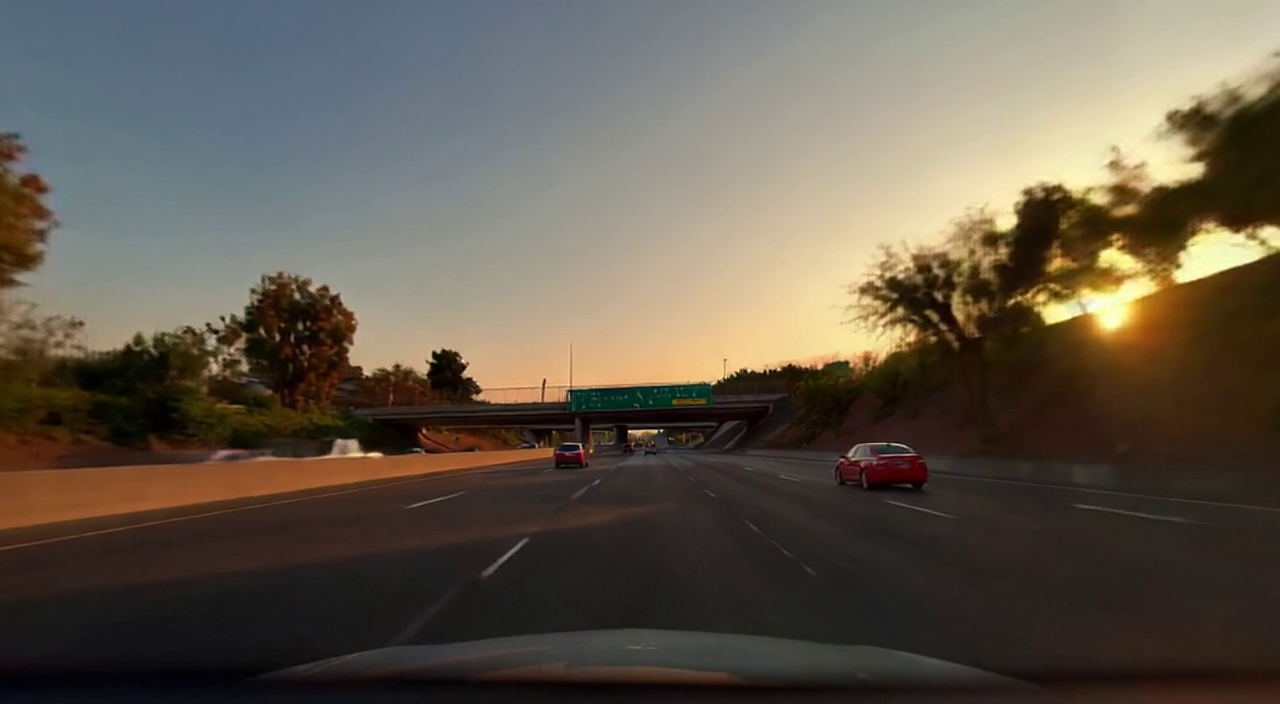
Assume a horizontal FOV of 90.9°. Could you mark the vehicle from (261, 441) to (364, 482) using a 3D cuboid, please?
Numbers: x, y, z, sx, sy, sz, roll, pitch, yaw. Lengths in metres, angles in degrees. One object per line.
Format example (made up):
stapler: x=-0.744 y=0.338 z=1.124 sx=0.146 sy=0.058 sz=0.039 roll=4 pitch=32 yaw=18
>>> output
vehicle: x=-13.632 y=4.565 z=26.613 sx=1.943 sy=1.583 sz=4.396 roll=0 pitch=-8 yaw=1

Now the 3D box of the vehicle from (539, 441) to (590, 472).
vehicle: x=-3.993 y=5.592 z=34.070 sx=2.085 sy=1.533 sz=4.861 roll=0 pitch=-8 yaw=1

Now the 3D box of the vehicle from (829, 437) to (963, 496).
vehicle: x=7.156 y=3.237 z=18.238 sx=1.914 sy=1.465 sz=4.574 roll=0 pitch=-8 yaw=0

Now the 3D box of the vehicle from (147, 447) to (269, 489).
vehicle: x=-17.617 y=4.726 z=26.055 sx=1.869 sy=1.534 sz=4.489 roll=0 pitch=-8 yaw=-1
